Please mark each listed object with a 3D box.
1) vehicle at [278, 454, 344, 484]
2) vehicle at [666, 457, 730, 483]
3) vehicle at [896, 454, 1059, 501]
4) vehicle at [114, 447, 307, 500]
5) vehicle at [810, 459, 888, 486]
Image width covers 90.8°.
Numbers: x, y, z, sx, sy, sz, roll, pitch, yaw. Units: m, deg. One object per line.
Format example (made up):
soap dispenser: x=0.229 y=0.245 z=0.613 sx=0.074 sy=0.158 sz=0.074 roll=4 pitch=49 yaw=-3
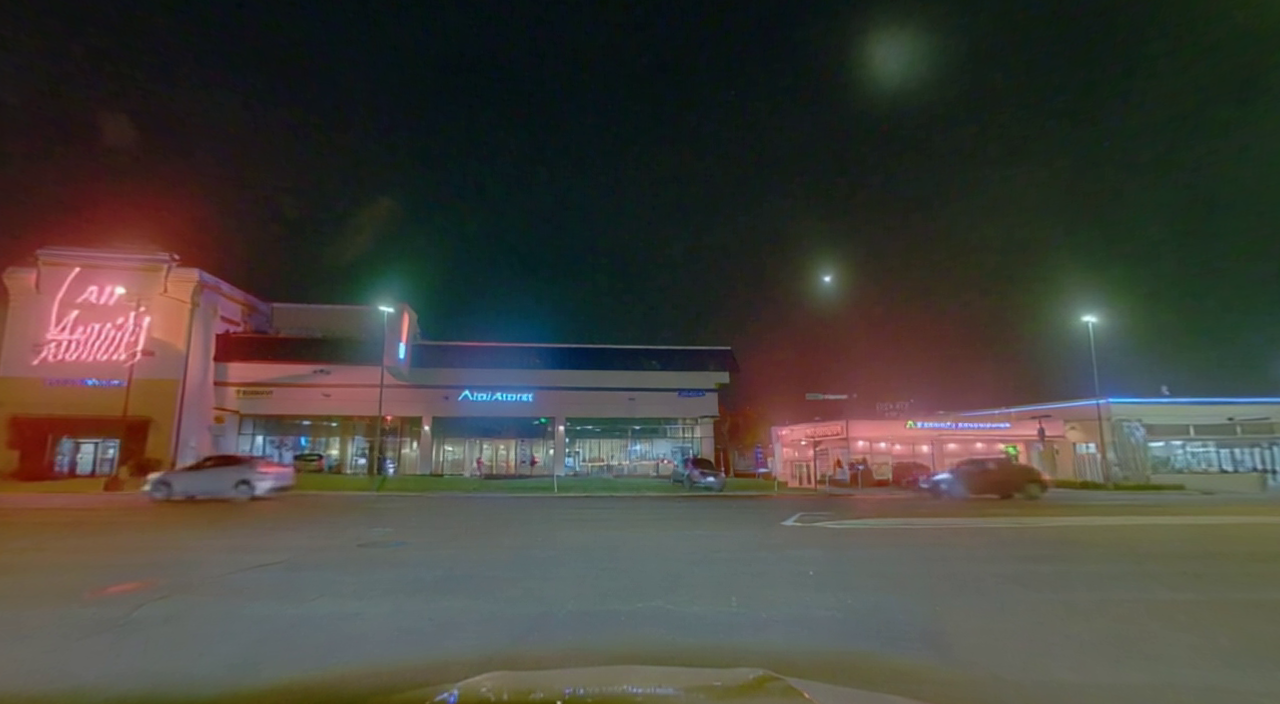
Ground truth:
vehicle: x=-20.027 y=7.047 z=38.348 sx=4.596 sy=1.680 sz=1.936 roll=-8 pitch=-11 yaw=41
vehicle: x=3.571 y=7.368 z=39.686 sx=1.812 sy=1.468 sz=4.519 roll=5 pitch=-10 yaw=-28
vehicle: x=11.568 y=4.290 z=21.828 sx=4.661 sy=1.478 sz=1.878 roll=1 pitch=-9 yaw=-7
vehicle: x=-14.283 y=4.035 z=21.280 sx=4.889 sy=1.659 sz=2.059 roll=1 pitch=-9 yaw=-4
vehicle: x=12.972 y=7.465 z=39.503 sx=1.791 sy=1.453 sz=4.593 roll=5 pitch=-10 yaw=-29
